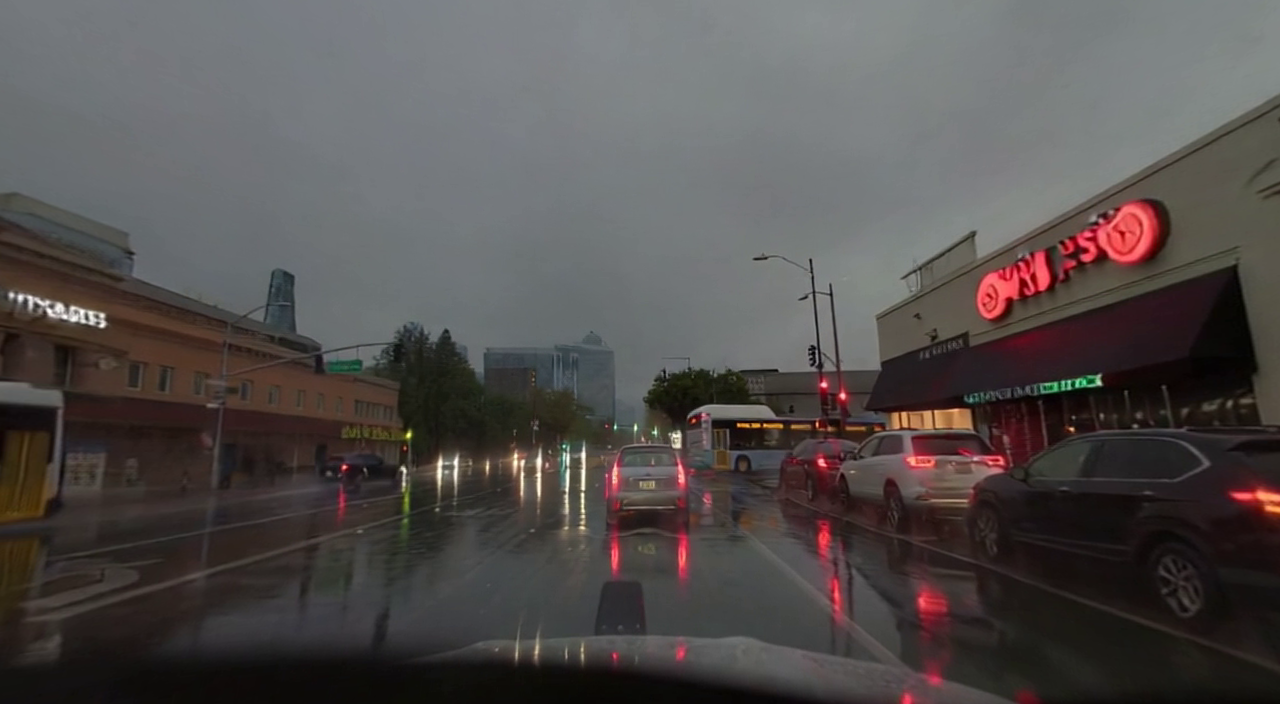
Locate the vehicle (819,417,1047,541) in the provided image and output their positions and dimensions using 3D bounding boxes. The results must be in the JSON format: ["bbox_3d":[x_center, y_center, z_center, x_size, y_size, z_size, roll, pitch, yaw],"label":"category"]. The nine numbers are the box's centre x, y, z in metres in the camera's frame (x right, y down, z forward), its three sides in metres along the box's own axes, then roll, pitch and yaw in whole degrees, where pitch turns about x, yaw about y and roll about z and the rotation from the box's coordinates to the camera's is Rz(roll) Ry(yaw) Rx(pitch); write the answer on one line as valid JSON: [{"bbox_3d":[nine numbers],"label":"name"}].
[{"bbox_3d":[4.927,2.198,11.510,2.007,1.786,4.542,0,-9,1],"label":"vehicle"}]

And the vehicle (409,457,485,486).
[{"bbox_3d":[-12.226,7.620,40.064,4.242,1.537,1.810,-5,-11,8],"label":"vehicle"}]

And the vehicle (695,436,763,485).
[{"bbox_3d":[3.313,4.125,24.193,2.222,1.688,3.952,0,-9,3],"label":"vehicle"}]

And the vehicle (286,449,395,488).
[{"bbox_3d":[-15.273,5.879,32.120,5.016,1.792,2.250,-4,-9,26],"label":"vehicle"}]

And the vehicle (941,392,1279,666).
[{"bbox_3d":[4.951,1.410,5.948,2.014,1.681,4.332,0,-9,-1],"label":"vehicle"}]

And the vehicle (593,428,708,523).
[{"bbox_3d":[0.165,2.600,13.842,2.089,1.699,4.650,0,-9,-1],"label":"vehicle"}]
